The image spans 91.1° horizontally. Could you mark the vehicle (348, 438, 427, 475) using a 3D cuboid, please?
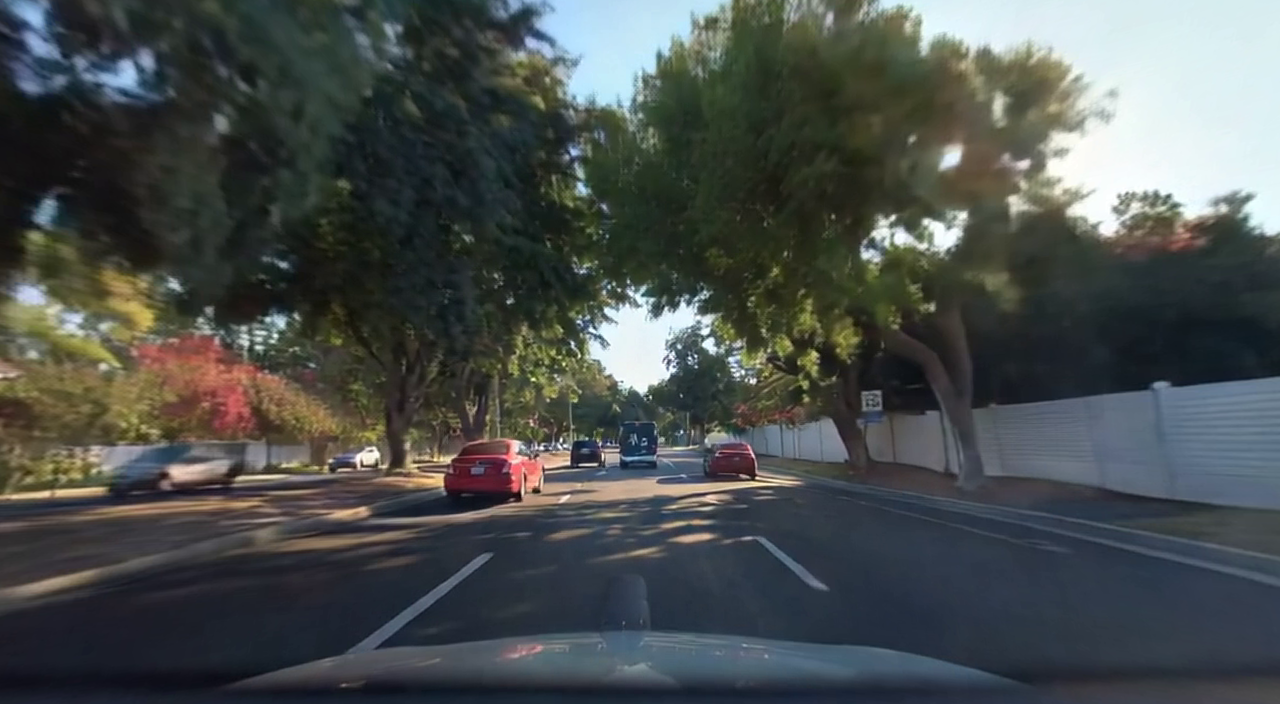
[{"bbox_3d":[-13.906,5.792,34.980,2.105,1.877,5.373,0,-8,1],"label":"vehicle"}]

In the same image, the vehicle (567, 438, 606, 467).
[{"bbox_3d":[-3.310,6.257,39.368,2.021,1.715,4.329,0,-8,1],"label":"vehicle"}]

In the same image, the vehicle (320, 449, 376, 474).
[{"bbox_3d":[-21.299,7.976,45.958,1.944,1.695,4.412,0,-8,0],"label":"vehicle"}]

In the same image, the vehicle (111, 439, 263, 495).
[{"bbox_3d":[-17.468,4.421,24.634,2.129,1.952,5.079,0,-8,0],"label":"vehicle"}]

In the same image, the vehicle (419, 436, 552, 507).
[{"bbox_3d":[-3.586,2.860,15.627,2.036,1.474,4.647,0,-8,1],"label":"vehicle"}]

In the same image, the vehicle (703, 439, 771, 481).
[{"bbox_3d":[3.638,4.136,24.366,1.945,1.469,4.258,0,-8,0],"label":"vehicle"}]

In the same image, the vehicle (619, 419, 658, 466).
[{"bbox_3d":[-0.044,5.783,40.147,2.311,2.726,5.814,0,-8,1],"label":"vehicle"}]

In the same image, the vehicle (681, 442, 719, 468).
[{"bbox_3d":[3.812,6.596,40.441,1.905,1.520,4.340,1,-8,-1],"label":"vehicle"}]
